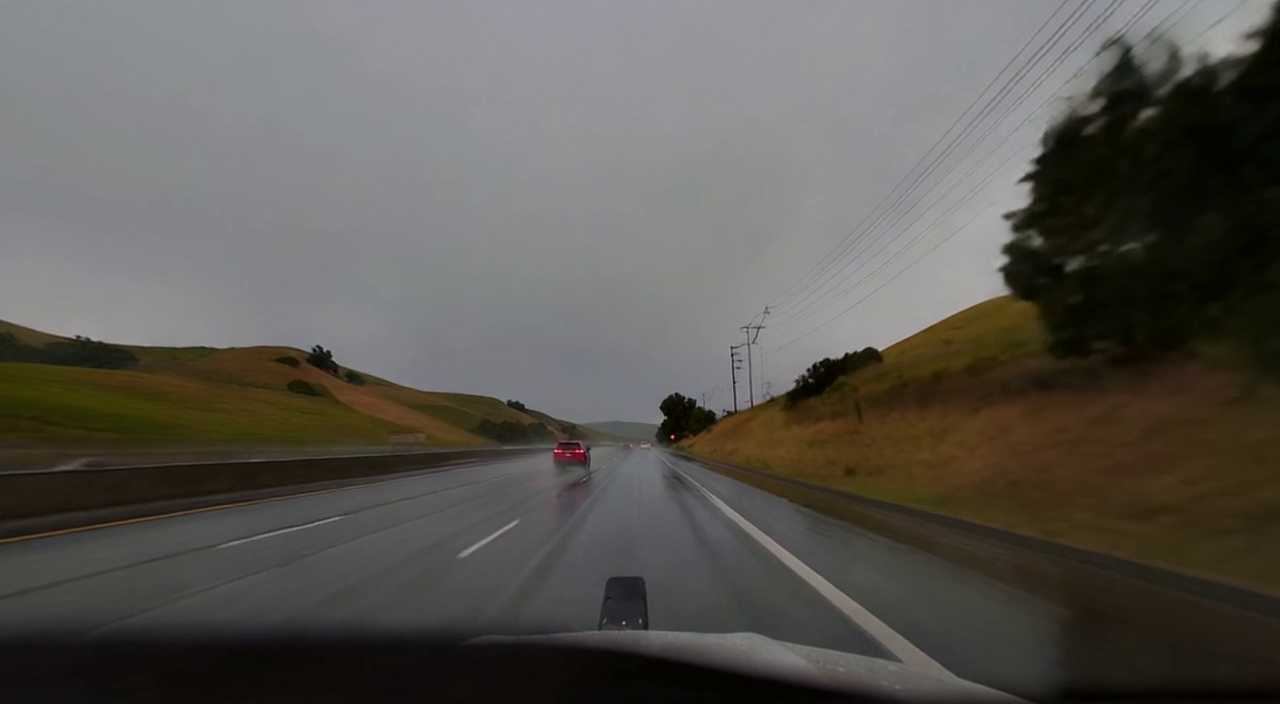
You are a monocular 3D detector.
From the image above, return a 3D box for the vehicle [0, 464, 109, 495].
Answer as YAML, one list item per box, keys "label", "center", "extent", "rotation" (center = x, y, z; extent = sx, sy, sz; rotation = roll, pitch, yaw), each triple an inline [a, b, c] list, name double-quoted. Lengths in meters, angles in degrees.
- label: "vehicle"
  center: [-34.032, 7.344, 36.688]
  extent: [1.872, 1.500, 5.003]
  rotation: [0, -8, 0]

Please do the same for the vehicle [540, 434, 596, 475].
- label: "vehicle"
  center: [-3.446, 5.041, 31.188]
  extent: [2.136, 1.845, 4.515]
  rotation: [0, -8, 1]

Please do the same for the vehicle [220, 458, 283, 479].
- label: "vehicle"
  center: [-29.867, 8.958, 48.642]
  extent: [1.848, 1.452, 4.598]
  rotation: [0, -8, 0]
